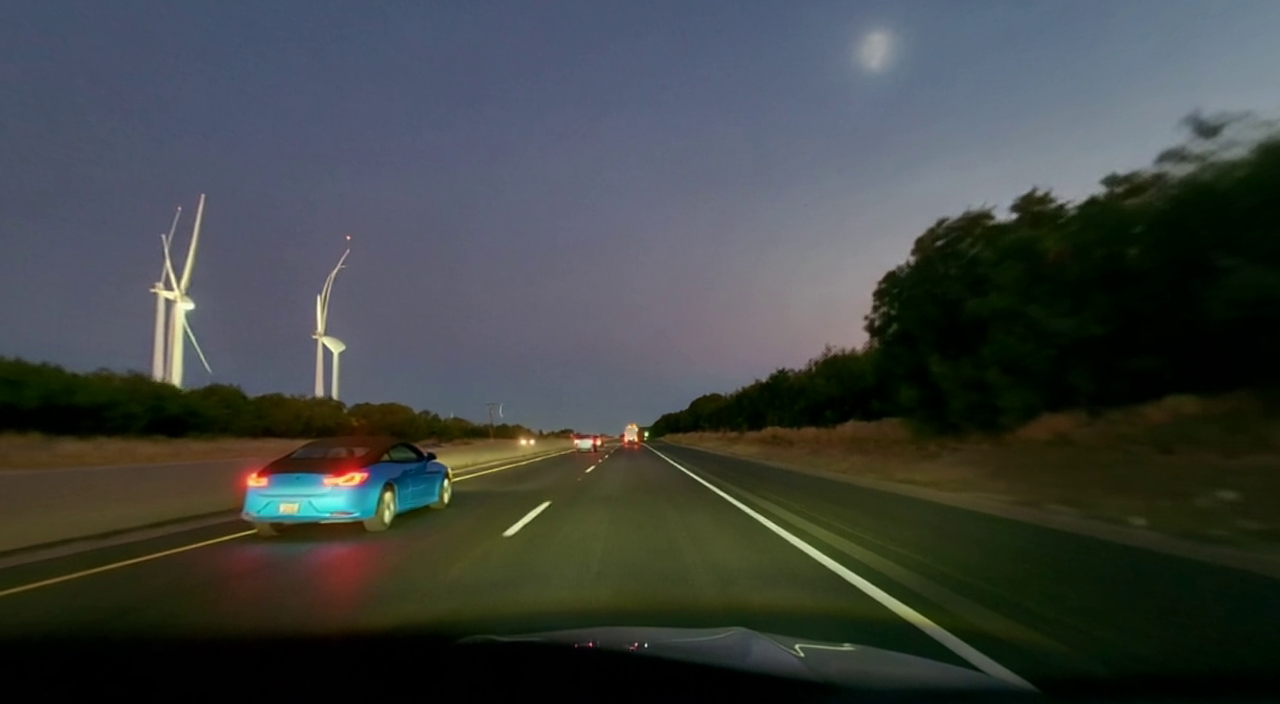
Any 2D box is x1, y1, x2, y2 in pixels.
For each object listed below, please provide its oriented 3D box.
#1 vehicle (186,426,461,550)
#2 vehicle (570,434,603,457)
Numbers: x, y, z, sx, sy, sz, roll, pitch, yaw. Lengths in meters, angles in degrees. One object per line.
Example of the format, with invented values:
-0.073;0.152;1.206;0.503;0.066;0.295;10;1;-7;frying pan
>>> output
-4.245;1.856;9.399;1.969;1.413;4.194;0;-8;-1;vehicle
-3.560;6.305;42.458;2.024;1.456;3.754;0;-8;-2;vehicle
